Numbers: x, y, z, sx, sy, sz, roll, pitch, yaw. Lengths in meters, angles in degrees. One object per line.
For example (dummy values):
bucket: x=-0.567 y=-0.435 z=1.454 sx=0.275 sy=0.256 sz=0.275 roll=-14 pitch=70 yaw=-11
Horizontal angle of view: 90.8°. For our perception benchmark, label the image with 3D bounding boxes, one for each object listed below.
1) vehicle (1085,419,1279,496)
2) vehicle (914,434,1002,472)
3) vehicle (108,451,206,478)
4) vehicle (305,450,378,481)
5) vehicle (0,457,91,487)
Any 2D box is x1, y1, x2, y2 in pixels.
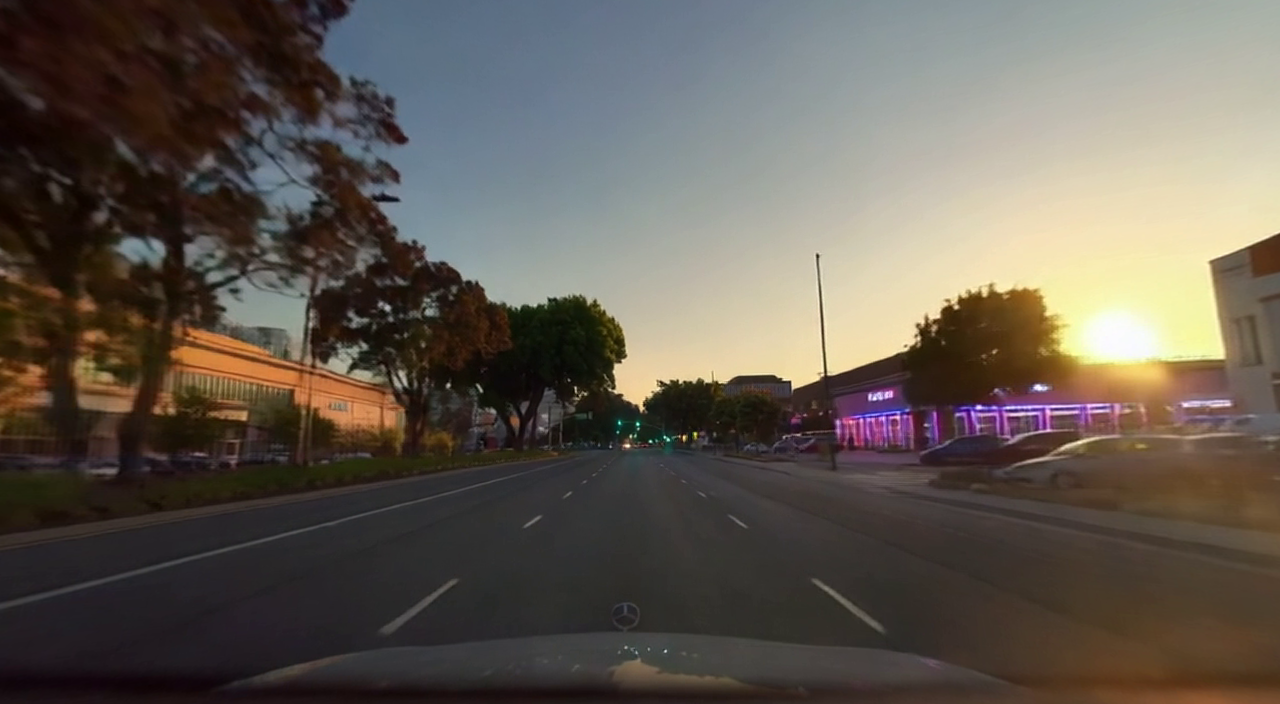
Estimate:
vehicle: x=13.352 y=2.419 z=14.717 sx=4.386 sy=1.570 sz=2.043 roll=-1 pitch=-9 yaw=-2
vehicle: x=15.255 y=4.870 z=30.619 sx=1.881 sy=1.664 sz=4.658 roll=0 pitch=-9 yaw=1
vehicle: x=-31.041 y=7.231 z=40.704 sx=4.528 sy=1.666 sz=2.077 roll=0 pitch=-9 yaw=-2
vehicle: x=-16.001 y=6.064 z=34.127 sx=1.872 sy=1.505 sz=4.296 roll=0 pitch=-9 yaw=0
vehicle: x=-31.332 y=6.150 z=32.395 sx=4.593 sy=1.433 sz=1.711 roll=0 pitch=-9 yaw=-2
